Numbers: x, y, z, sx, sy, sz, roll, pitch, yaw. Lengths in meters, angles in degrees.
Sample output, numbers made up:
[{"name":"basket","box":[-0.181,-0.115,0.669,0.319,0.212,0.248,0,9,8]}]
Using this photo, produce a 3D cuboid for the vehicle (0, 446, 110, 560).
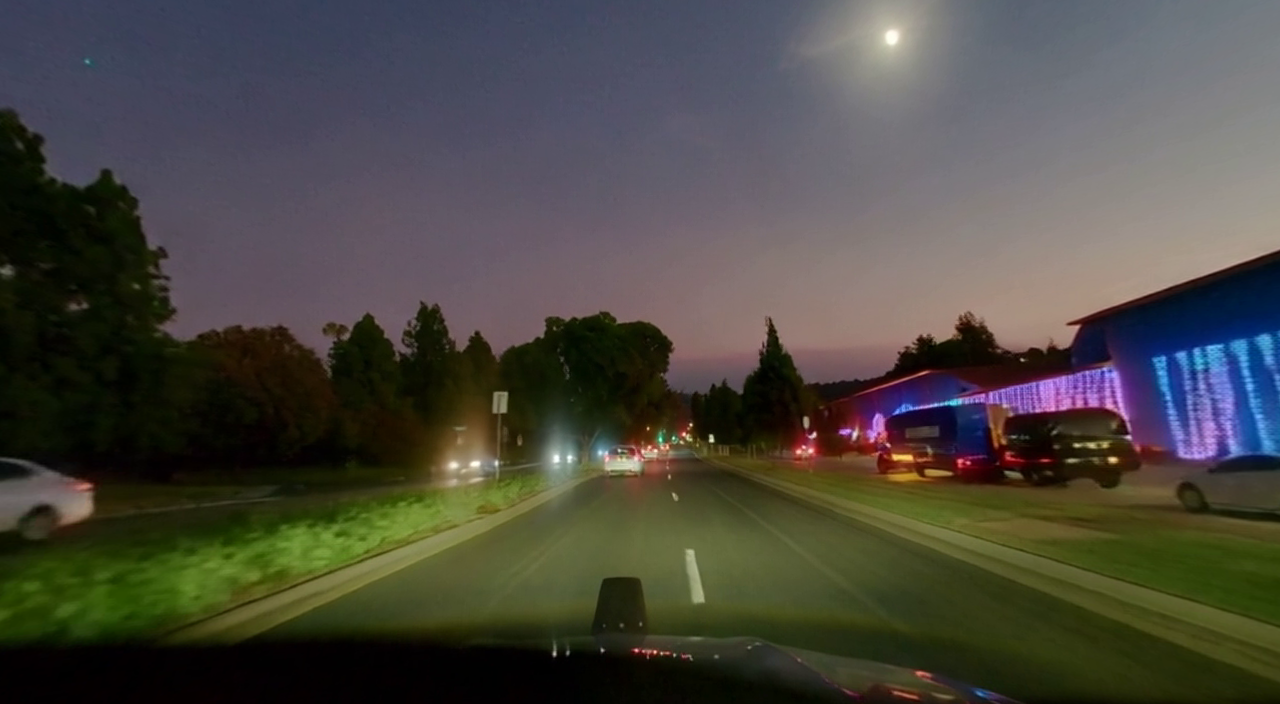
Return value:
[{"name":"vehicle","box":[-11.124,2.317,9.518,1.997,1.775,4.585,0,-9,4]}]

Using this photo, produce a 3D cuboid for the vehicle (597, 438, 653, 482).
[{"name":"vehicle","box":[-0.548,4.665,27.469,2.129,1.713,4.314,0,-9,3]}]

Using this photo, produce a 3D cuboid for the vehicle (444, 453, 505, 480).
[{"name":"vehicle","box":[-9.693,6.718,37.244,1.937,1.465,4.506,-1,-9,7]}]

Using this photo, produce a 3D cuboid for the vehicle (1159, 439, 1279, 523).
[{"name":"vehicle","box":[13.341,2.652,13.168,1.686,1.467,3.955,-4,-7,3]}]

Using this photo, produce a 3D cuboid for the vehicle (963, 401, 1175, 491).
[{"name":"vehicle","box":[13.443,3.053,20.673,2.507,2.441,6.959,-1,-8,5]}]

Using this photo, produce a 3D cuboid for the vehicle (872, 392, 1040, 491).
[{"name":"vehicle","box":[14.213,4.199,29.877,2.794,3.710,10.785,-3,-8,3]}]
